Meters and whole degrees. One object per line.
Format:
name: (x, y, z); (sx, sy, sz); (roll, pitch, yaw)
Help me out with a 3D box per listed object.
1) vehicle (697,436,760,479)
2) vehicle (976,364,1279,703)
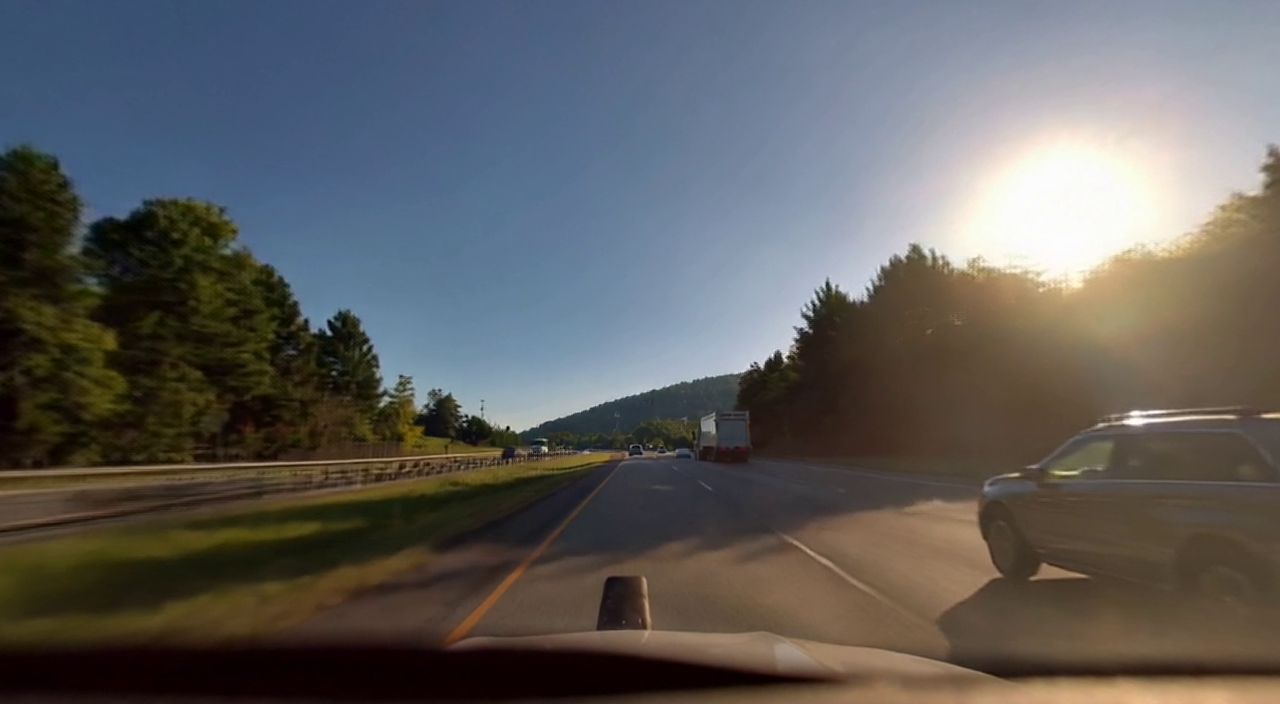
vehicle: (3.691, 4.496, 27.082); (2.022, 1.658, 4.132); (0, -9, -1)
vehicle: (3.900, 0.927, 3.314); (2.005, 1.604, 4.002); (0, -9, 0)
